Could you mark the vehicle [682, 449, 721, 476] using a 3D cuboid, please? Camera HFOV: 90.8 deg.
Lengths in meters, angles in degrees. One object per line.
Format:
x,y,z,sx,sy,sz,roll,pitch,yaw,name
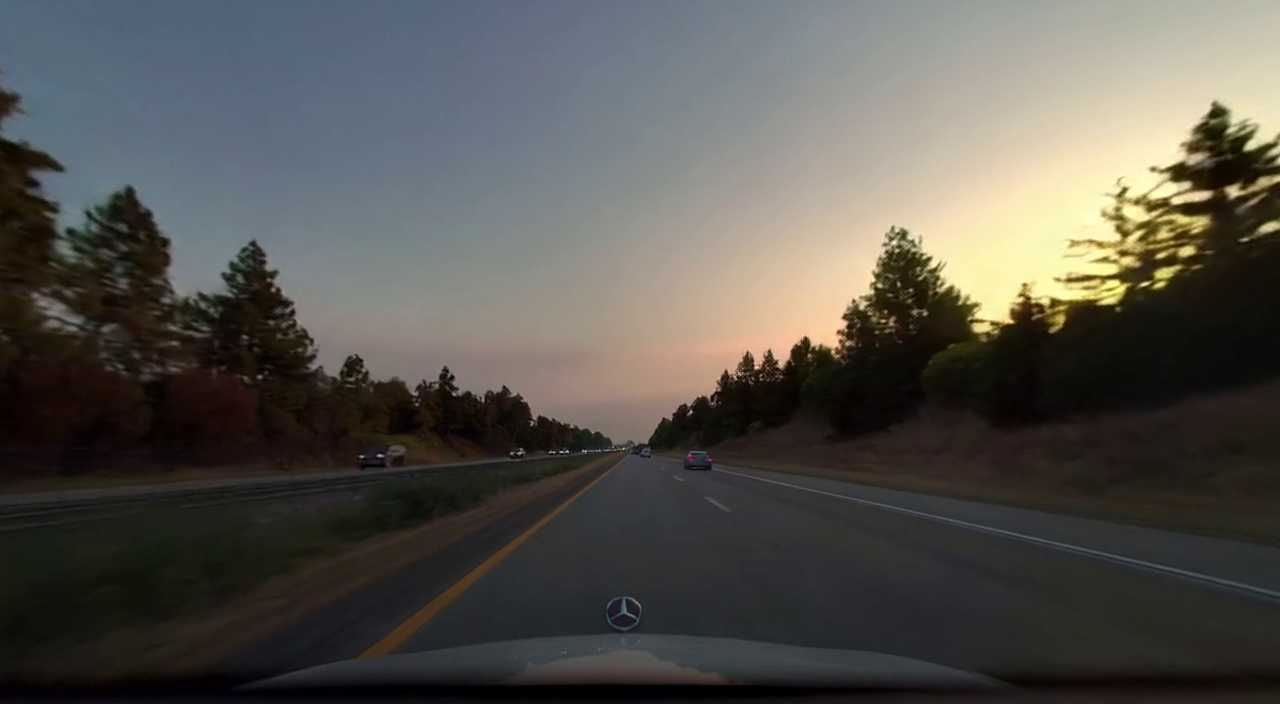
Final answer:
3.617,6.576,37.781,1.870,1.486,3.858,0,-9,-1,vehicle
